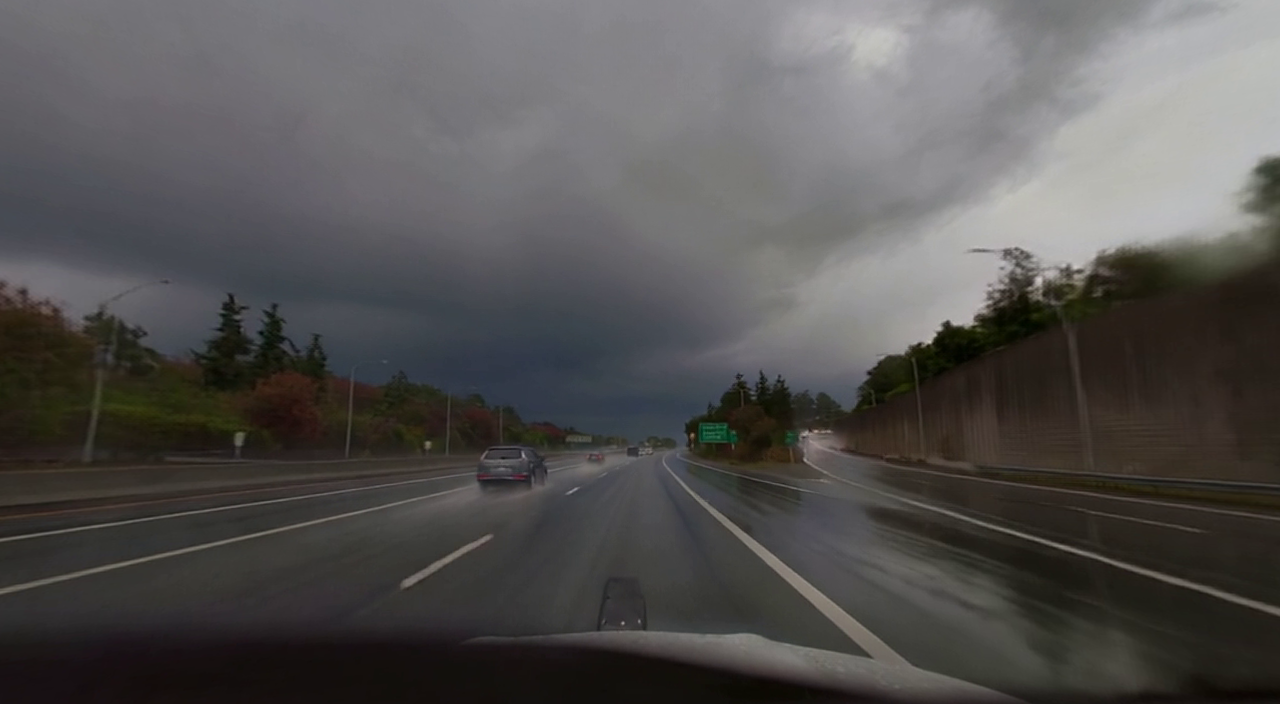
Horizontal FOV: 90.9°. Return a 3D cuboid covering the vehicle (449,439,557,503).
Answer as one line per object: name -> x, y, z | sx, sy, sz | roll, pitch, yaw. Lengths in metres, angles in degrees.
vehicle -> -3.952, 3.533, 19.052 | 2.263, 1.696, 4.321 | 0, -9, 0
